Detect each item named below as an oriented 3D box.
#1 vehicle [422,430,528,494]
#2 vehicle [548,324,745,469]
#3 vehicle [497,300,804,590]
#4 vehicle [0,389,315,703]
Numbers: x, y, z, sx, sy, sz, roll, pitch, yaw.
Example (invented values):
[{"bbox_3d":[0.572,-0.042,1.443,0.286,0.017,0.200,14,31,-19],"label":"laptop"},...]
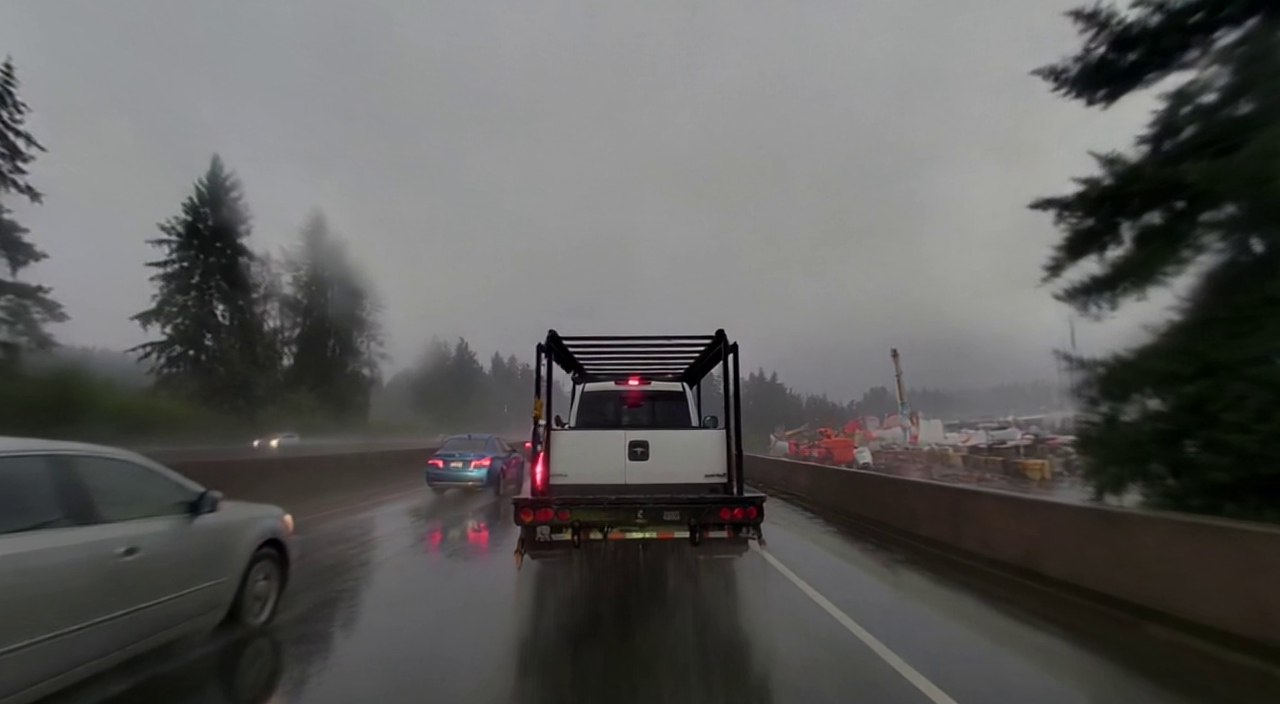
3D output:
[{"bbox_3d":[-4.746,3.237,18.940,2.057,1.665,4.572,0,-9,-2],"label":"vehicle"},{"bbox_3d":[-0.023,0.829,9.325,2.156,1.604,4.680,0,-9,-2],"label":"vehicle"},{"bbox_3d":[-0.165,1.582,10.947,2.735,2.597,10.435,1,-9,-3],"label":"vehicle"},{"bbox_3d":[-3.842,0.942,2.831,2.155,1.513,4.964,0,-9,0],"label":"vehicle"}]
